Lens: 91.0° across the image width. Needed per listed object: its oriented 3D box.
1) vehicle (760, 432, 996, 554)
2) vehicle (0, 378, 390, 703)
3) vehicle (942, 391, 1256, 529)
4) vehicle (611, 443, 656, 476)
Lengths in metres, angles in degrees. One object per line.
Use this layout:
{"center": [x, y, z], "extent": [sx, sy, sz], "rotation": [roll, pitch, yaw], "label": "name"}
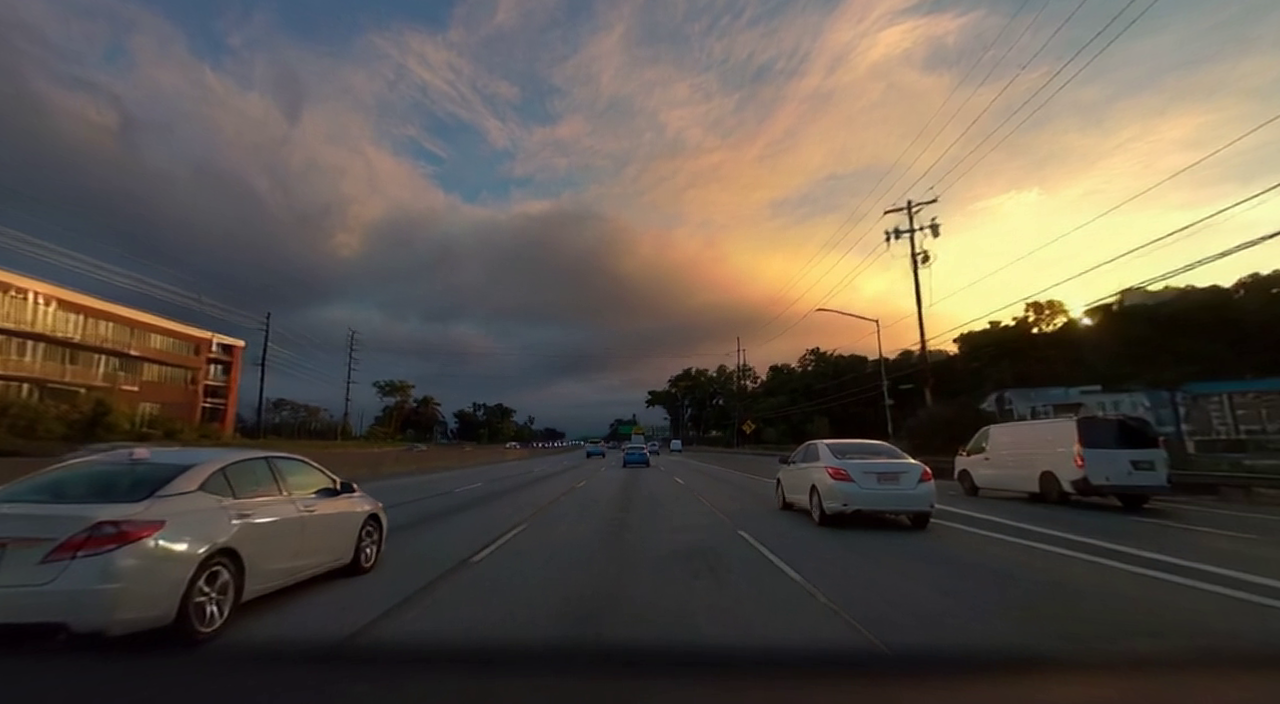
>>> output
{"center": [3.467, 2.127, 10.306], "extent": [1.995, 1.533, 4.463], "rotation": [0, -8, -2], "label": "vehicle"}
{"center": [-3.766, 1.149, 4.276], "extent": [2.251, 1.575, 4.488], "rotation": [0, -8, 0], "label": "vehicle"}
{"center": [8.976, 2.192, 13.260], "extent": [2.349, 2.280, 5.423], "rotation": [0, -9, -2], "label": "vehicle"}
{"center": [-0.338, 5.167, 30.455], "extent": [2.019, 1.472, 3.971], "rotation": [0, -8, -2], "label": "vehicle"}
